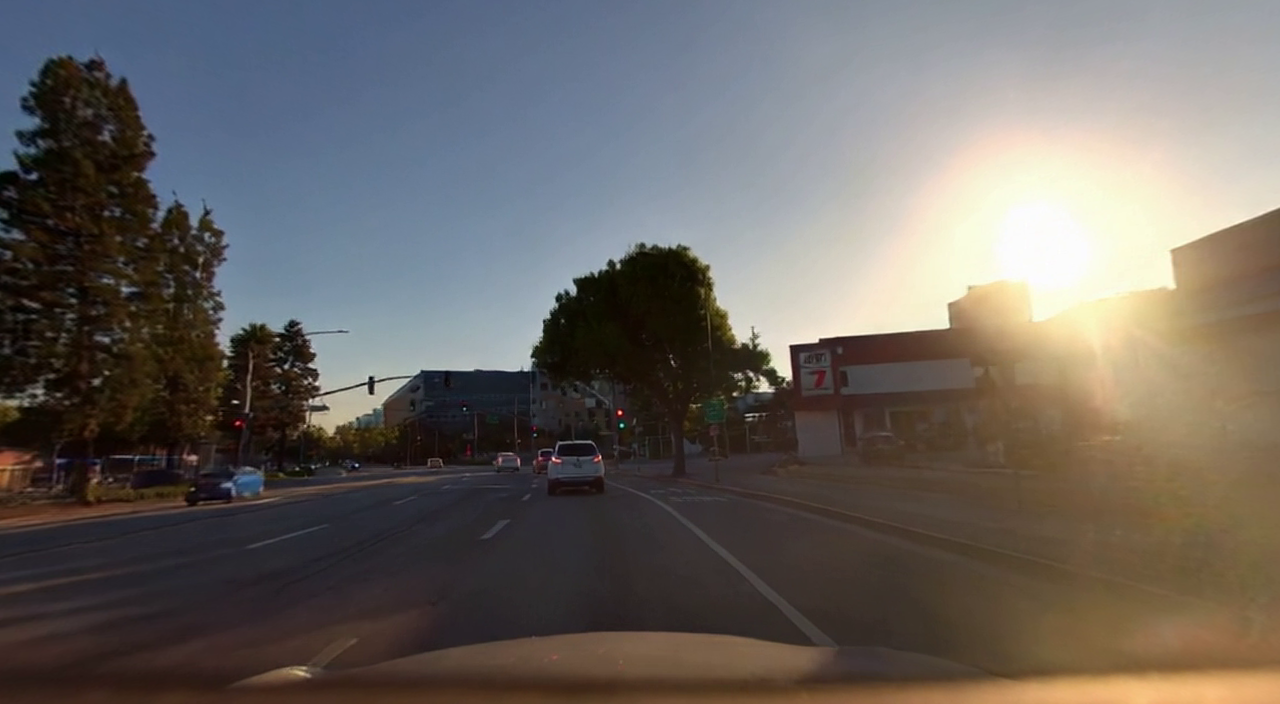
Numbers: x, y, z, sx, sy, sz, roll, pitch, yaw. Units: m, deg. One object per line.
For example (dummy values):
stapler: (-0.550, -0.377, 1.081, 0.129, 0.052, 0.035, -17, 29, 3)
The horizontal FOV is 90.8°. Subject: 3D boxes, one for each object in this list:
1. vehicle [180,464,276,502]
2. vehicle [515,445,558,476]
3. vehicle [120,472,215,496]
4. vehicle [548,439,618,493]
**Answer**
vehicle: (-18.857, 6.002, 29.201, 2.071, 1.506, 4.604, 2, -9, -11)
vehicle: (-7.065, 7.283, 42.558, 2.067, 1.947, 4.628, 3, -10, -18)
vehicle: (-33.048, 9.233, 44.368, 4.804, 1.544, 2.244, 4, -10, -21)
vehicle: (-2.139, 4.069, 22.770, 2.227, 1.733, 3.930, 2, -9, -9)
